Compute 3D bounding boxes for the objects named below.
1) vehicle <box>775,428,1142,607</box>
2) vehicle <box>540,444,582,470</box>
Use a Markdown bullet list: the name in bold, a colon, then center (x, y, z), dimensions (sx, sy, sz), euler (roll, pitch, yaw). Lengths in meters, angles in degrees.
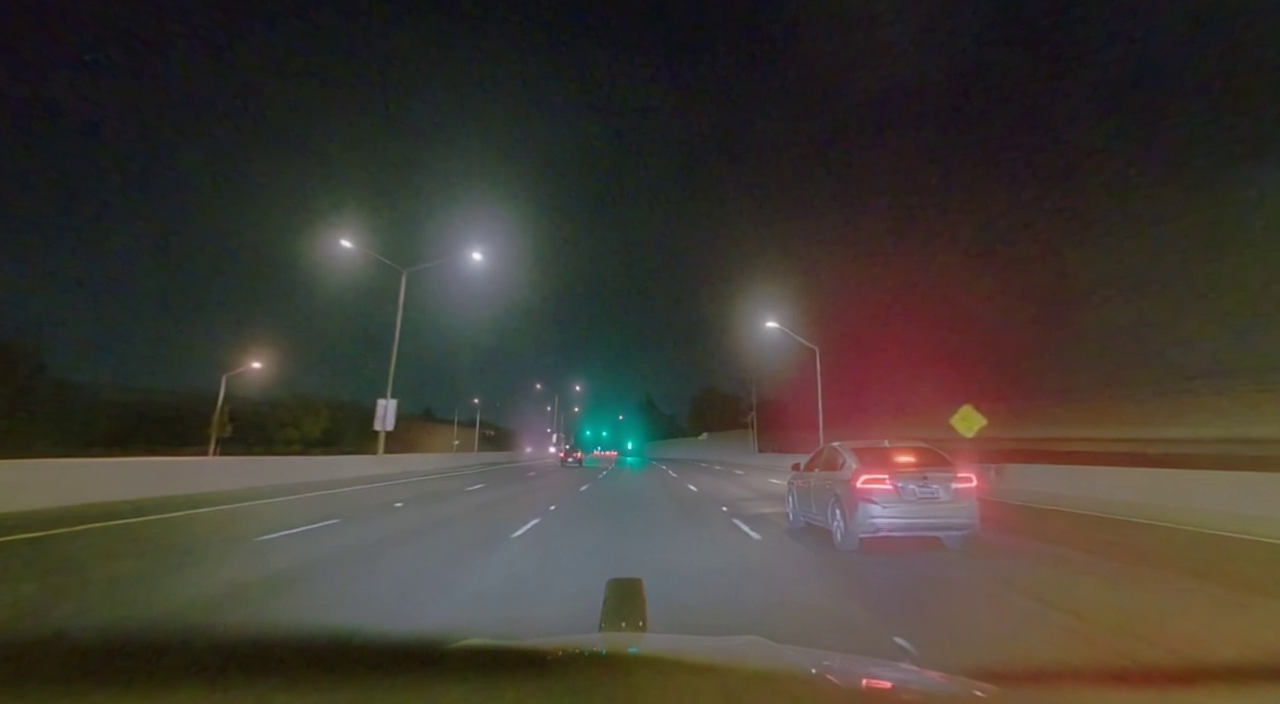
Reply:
- **vehicle**: center (3.218, 1.750, 7.772), dimensions (2.030, 1.490, 4.737), euler (0, -8, 0)
- **vehicle**: center (-4.694, 6.295, 38.080), dimensions (2.014, 1.481, 4.156), euler (0, -8, 0)
